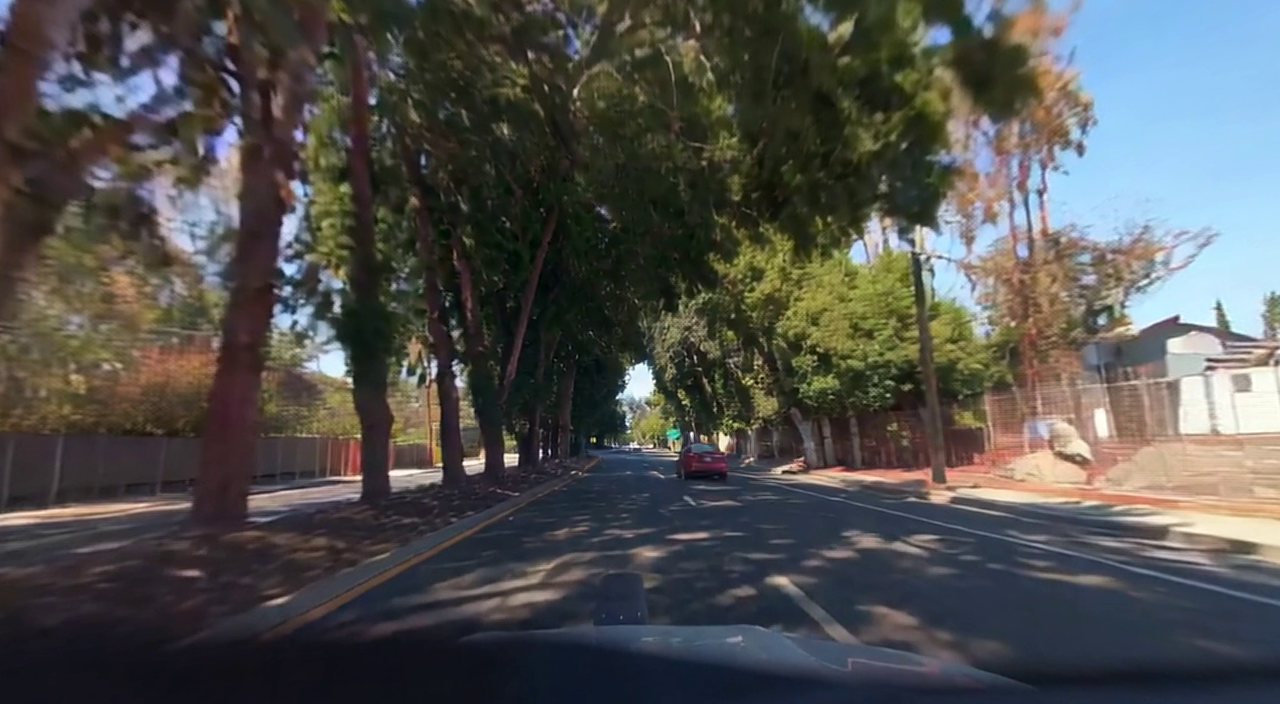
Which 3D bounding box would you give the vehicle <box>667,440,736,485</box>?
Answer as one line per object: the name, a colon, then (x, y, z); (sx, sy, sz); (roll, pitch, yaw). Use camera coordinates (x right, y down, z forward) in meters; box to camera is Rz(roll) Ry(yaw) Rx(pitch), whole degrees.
vehicle: (2.184, 4.087, 23.714); (1.985, 1.529, 4.316); (0, -9, -2)
